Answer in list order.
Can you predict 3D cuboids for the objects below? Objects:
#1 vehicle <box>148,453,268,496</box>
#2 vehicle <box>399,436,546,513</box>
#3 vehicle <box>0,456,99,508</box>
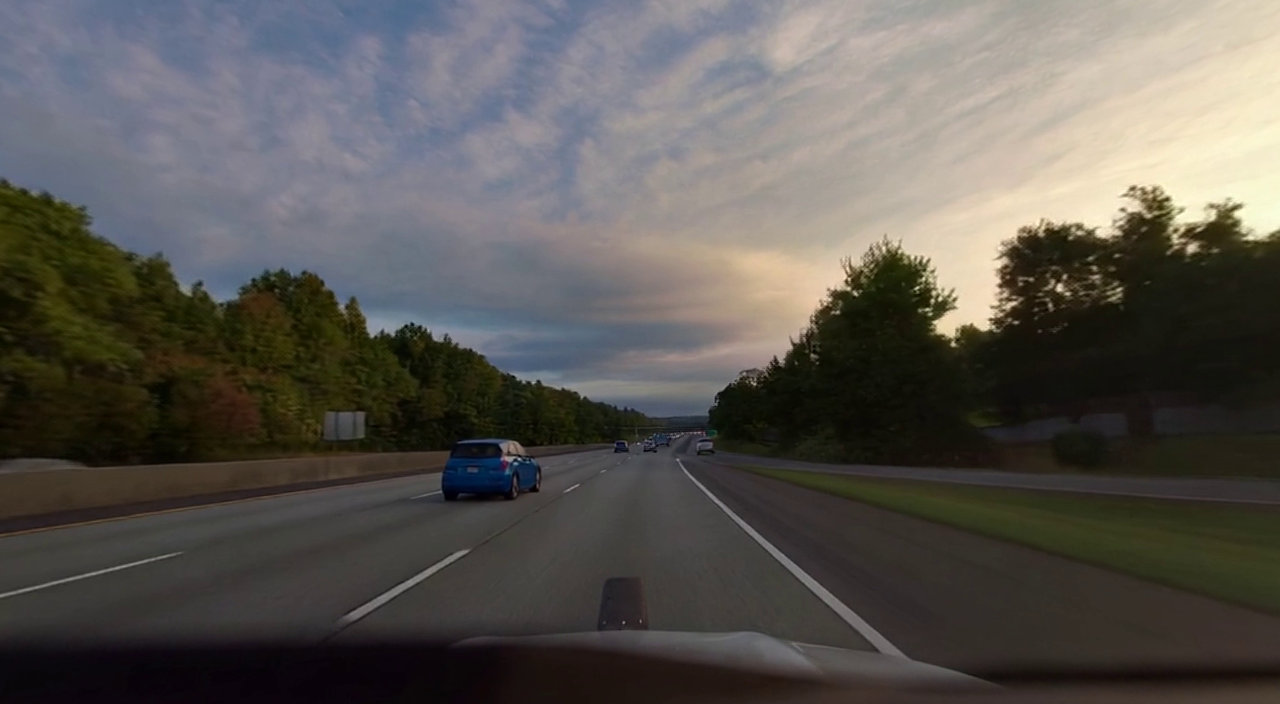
[{"bbox_3d":[-15.589,4.408,22.952,1.825,1.369,3.529,0,-8,0],"label":"vehicle"},{"bbox_3d":[-3.543,2.680,14.319,1.996,1.454,4.495,0,-8,2],"label":"vehicle"},{"bbox_3d":[-19.194,3.947,19.308,1.713,1.413,3.824,0,-8,1],"label":"vehicle"}]
